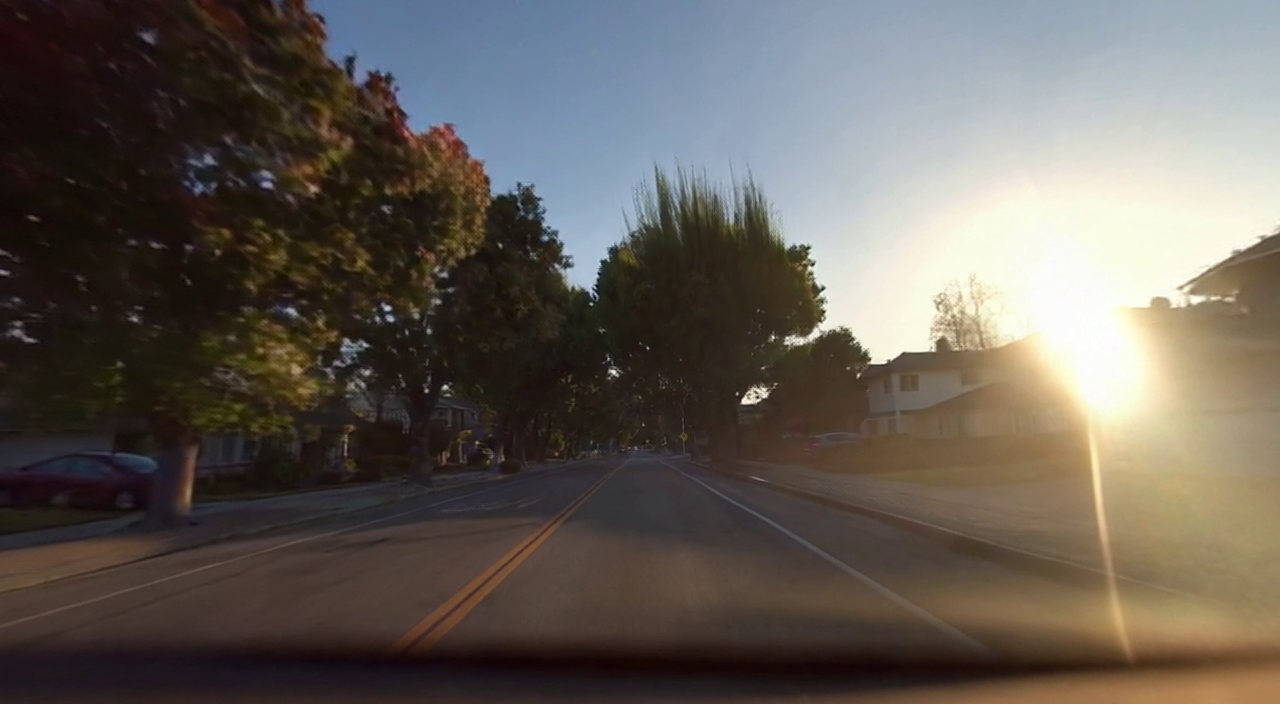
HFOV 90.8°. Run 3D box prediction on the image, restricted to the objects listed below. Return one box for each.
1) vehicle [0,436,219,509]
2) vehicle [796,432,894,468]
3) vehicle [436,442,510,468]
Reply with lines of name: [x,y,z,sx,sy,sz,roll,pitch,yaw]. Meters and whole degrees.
vehicle: [-13.816,3.051,16.197,4.587,1.722,1.906,0,-9,-1]
vehicle: [10.591,5.105,32.916,4.449,1.765,1.917,-1,-9,4]
vehicle: [-12.484,7.741,47.430,4.928,1.848,2.041,0,-9,1]
